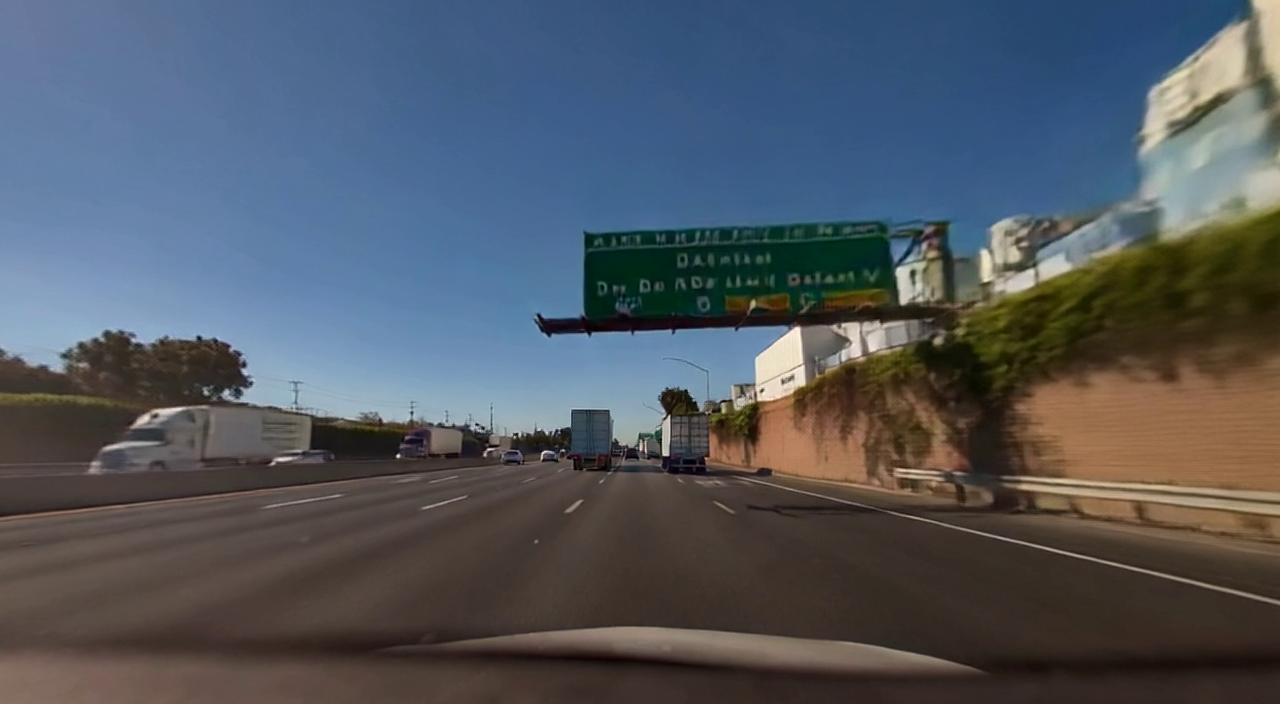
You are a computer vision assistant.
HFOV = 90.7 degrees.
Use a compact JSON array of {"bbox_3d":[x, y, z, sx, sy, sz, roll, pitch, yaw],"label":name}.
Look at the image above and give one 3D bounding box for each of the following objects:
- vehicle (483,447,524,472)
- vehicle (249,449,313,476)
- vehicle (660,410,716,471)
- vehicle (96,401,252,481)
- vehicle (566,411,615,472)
[{"bbox_3d":[-9.584,7.588,44.770,2.132,1.679,4.045,0,-9,-2],"label":"vehicle"},{"bbox_3d":[-19.350,5.945,34.240,1.473,1.361,3.328,0,-9,1],"label":"vehicle"},{"bbox_3d":[3.410,6.980,49.924,2.908,3.898,17.275,2,-8,0],"label":"vehicle"},{"bbox_3d":[-23.211,4.553,32.089,3.021,3.620,6.267,0,-9,-1],"label":"vehicle"},{"bbox_3d":[-3.640,6.962,49.688,2.848,4.098,13.421,1,-8,0],"label":"vehicle"}]
